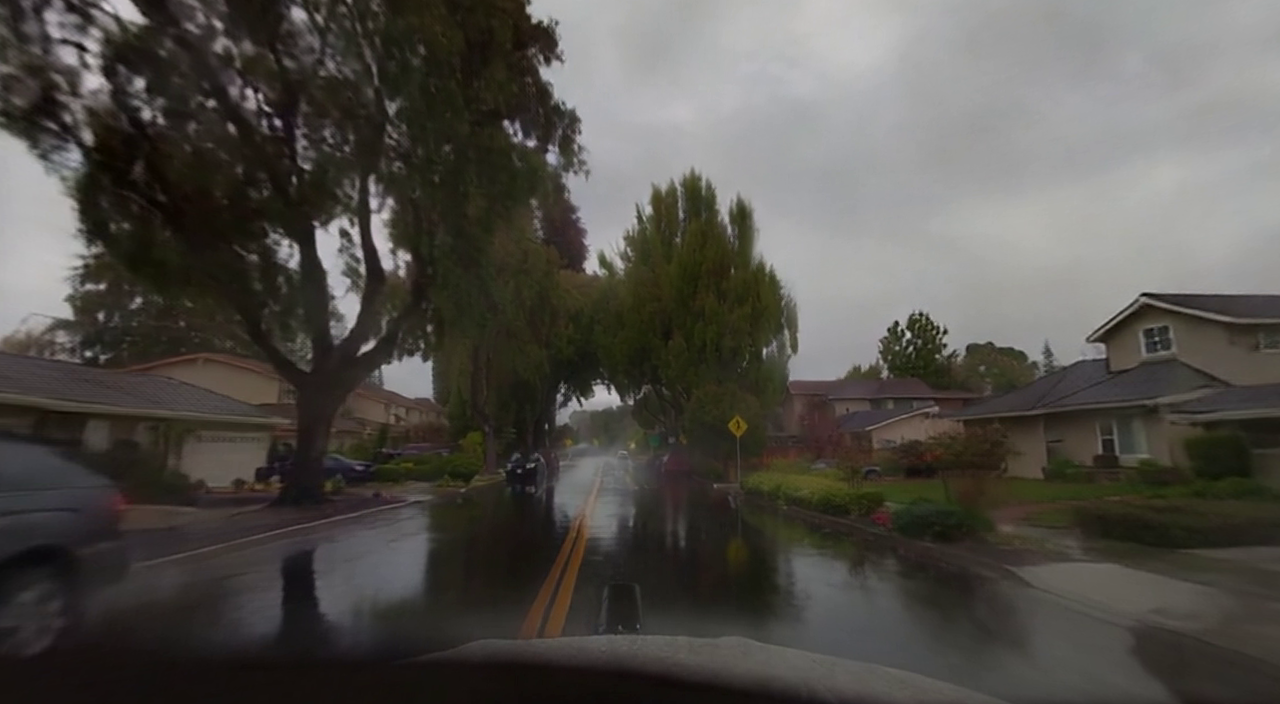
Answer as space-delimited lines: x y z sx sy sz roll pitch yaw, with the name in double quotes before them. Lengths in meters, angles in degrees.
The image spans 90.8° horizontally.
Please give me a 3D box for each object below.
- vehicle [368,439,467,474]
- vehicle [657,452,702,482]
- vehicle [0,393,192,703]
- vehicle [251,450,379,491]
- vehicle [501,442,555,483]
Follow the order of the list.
"vehicle" -13.632 6.415 38.933 5.234 2.076 2.197 0 -9 -1
"vehicle" 2.194 6.565 36.434 2.047 1.532 4.350 0 -9 -4
"vehicle" -4.760 1.069 2.942 2.093 1.810 4.555 -2 -9 -2
"vehicle" -12.617 4.594 24.723 3.989 1.485 1.814 0 -9 -4
"vehicle" -6.105 6.182 34.991 2.155 1.907 5.100 -3 -12 -1
